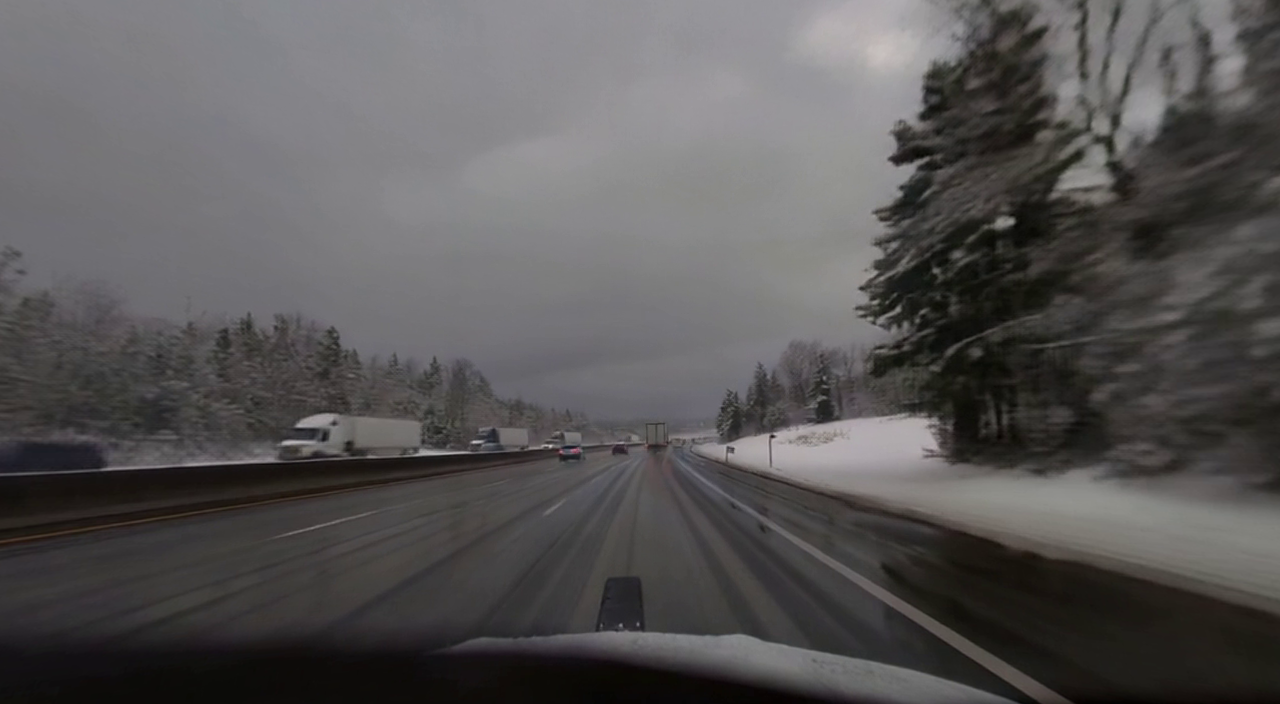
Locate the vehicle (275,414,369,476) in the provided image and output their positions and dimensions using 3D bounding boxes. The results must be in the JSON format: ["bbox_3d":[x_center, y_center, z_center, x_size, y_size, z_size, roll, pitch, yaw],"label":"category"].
[{"bbox_3d":[-21.874,6.474,43.853,3.121,3.950,5.935,-1,-9,2],"label":"vehicle"}]
